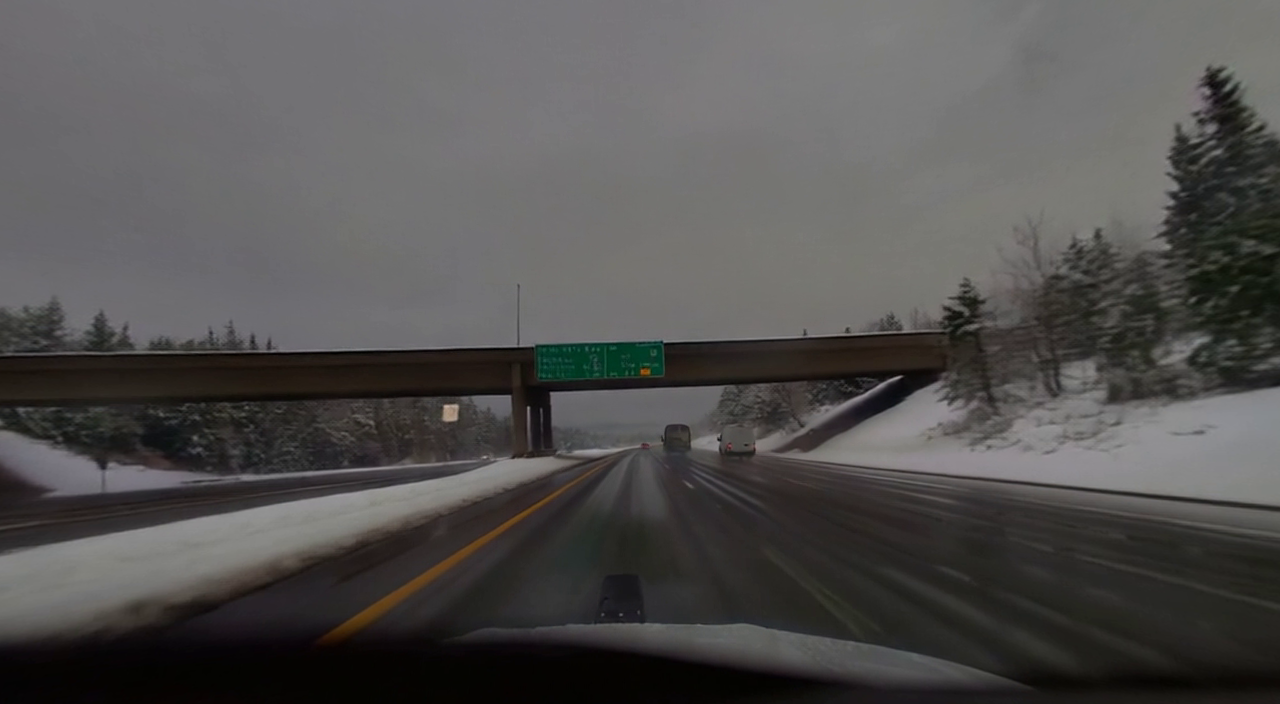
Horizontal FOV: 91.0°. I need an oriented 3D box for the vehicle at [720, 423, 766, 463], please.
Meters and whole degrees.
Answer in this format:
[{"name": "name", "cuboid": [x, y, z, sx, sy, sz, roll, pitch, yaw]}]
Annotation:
[{"name": "vehicle", "cuboid": [7.614, 6.848, 47.280, 2.379, 2.819, 6.294, 0, -8, 0]}]
